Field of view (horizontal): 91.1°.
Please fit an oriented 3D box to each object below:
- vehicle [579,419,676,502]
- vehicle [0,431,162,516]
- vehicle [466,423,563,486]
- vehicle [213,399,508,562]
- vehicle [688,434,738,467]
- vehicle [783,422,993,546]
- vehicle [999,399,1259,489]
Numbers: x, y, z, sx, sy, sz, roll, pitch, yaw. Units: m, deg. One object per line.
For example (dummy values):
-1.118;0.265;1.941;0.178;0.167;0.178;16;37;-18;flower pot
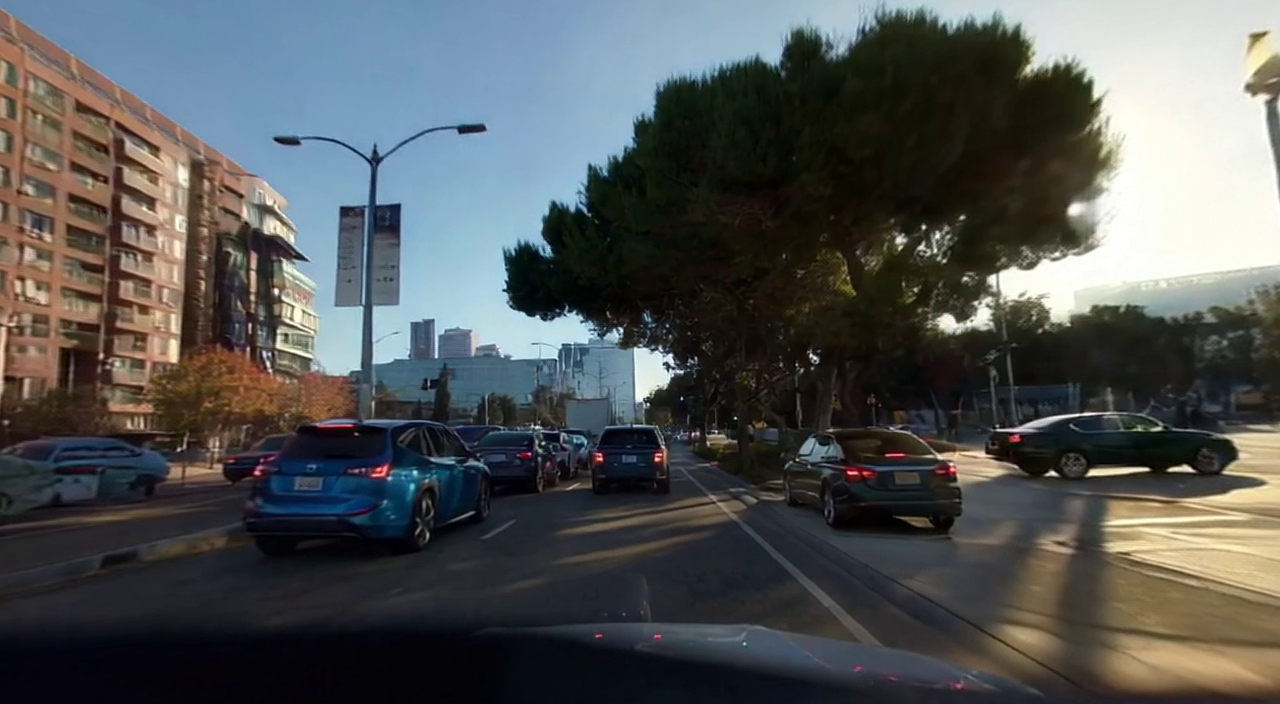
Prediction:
-0.216;2.561;15.170;2.022;1.700;4.084;0;-8;1;vehicle
-12.397;2.399;12.793;1.843;1.509;4.301;0;-8;1;vehicle
-3.686;3.125;19.307;2.012;1.701;4.316;0;-8;1;vehicle
-3.417;1.671;8.844;2.047;1.710;4.314;0;-8;2;vehicle
3.398;4.687;29.981;1.948;1.475;4.093;0;-8;0;vehicle
3.597;1.965;9.970;1.847;1.554;3.885;0;-8;2;vehicle
12.525;2.396;16.408;4.991;1.978;2.090;-8;-11;42;vehicle
